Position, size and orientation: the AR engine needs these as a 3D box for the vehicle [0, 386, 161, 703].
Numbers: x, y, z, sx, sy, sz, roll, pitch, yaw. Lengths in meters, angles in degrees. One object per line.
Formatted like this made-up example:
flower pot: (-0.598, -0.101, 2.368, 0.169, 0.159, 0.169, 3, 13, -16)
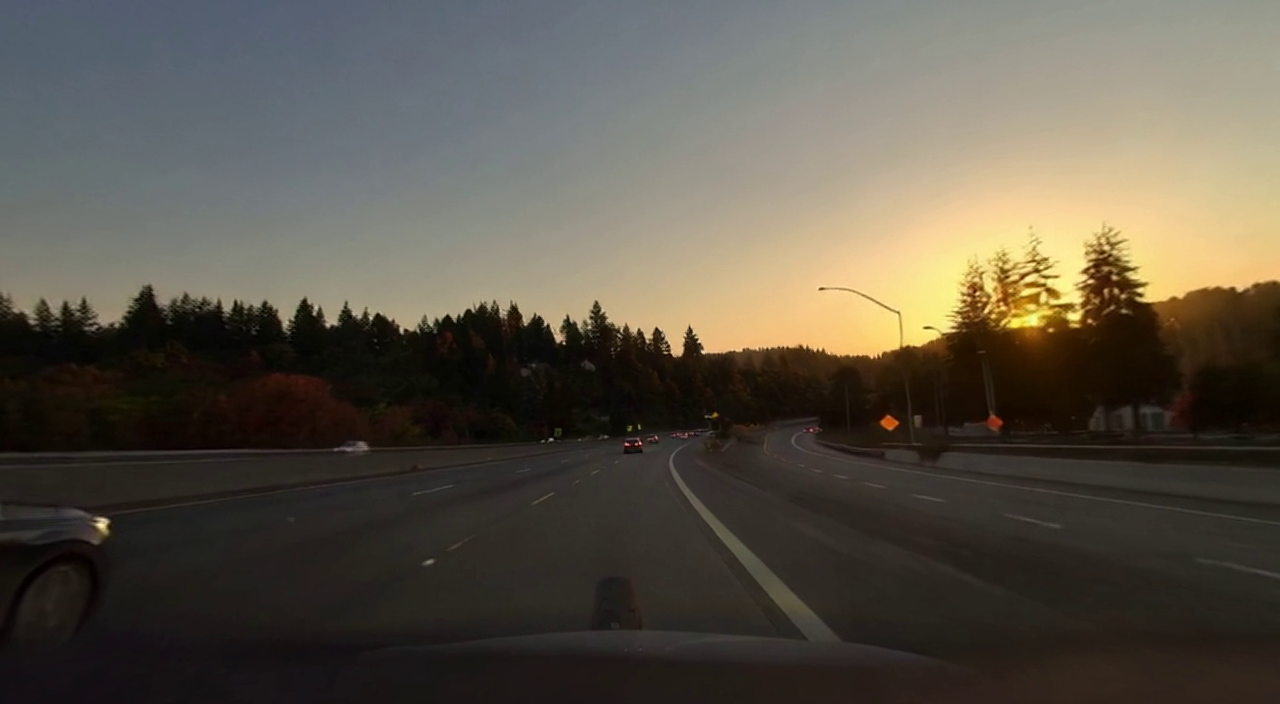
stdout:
vehicle: (-3.816, 0.688, 1.104, 1.984, 1.553, 5.065, 0, -8, 0)
